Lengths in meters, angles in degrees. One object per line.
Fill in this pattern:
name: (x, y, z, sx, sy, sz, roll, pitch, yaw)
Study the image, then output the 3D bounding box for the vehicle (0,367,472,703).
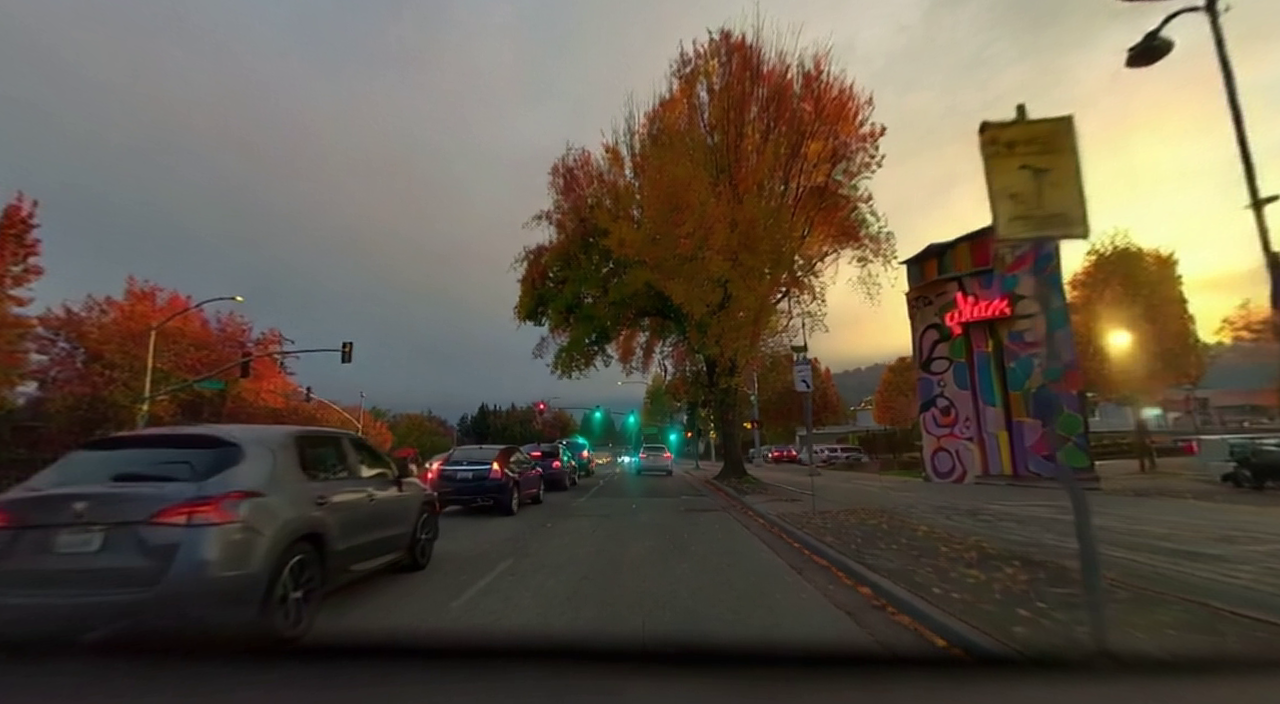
vehicle: (-3.108, 1.233, 5.073, 2.165, 1.663, 4.513, 0, -9, 1)

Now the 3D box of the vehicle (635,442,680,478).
vehicle: (0.824, 5.455, 32.047, 2.144, 1.704, 4.028, 0, -9, 0)

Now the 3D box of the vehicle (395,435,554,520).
vehicle: (-3.366, 2.667, 13.989, 2.090, 1.506, 4.823, 0, -9, 1)
